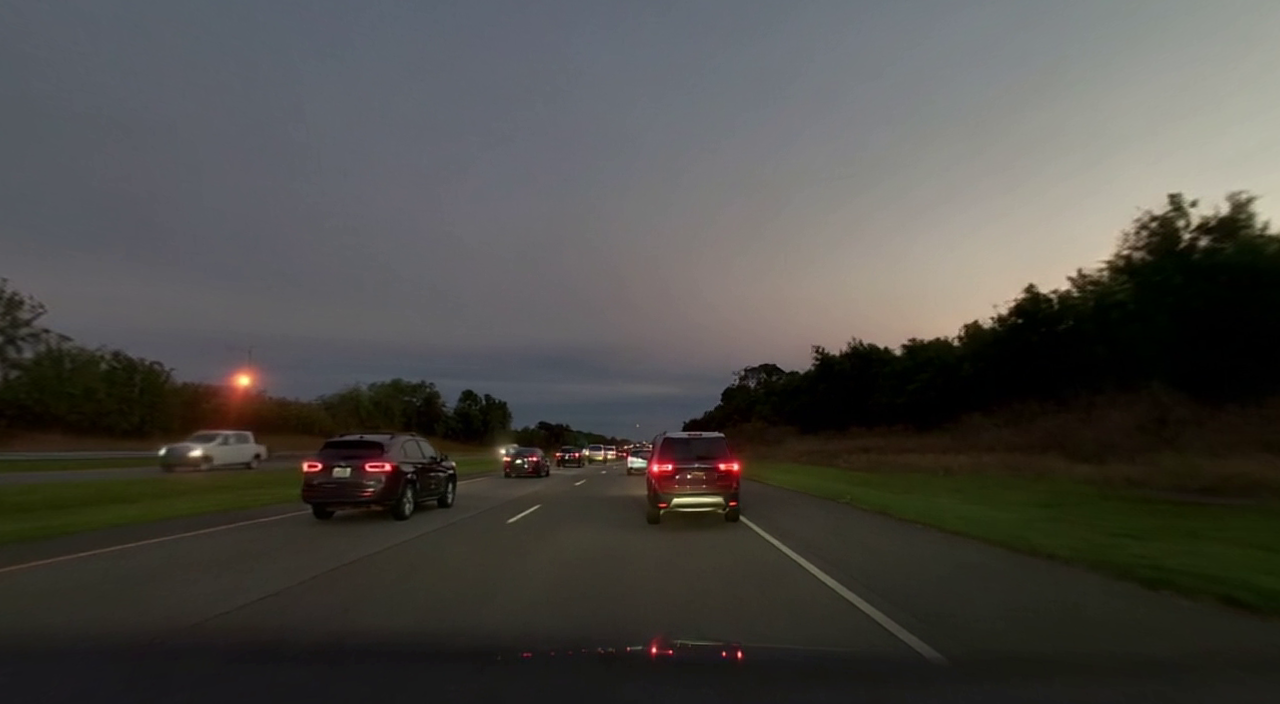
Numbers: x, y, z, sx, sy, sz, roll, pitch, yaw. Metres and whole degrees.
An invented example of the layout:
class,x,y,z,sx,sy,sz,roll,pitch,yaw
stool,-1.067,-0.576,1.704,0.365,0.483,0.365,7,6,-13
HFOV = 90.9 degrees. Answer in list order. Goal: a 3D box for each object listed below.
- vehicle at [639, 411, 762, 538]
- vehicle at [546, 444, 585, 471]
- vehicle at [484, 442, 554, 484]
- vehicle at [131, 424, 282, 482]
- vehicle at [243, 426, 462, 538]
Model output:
class,x,y,z,sx,sy,sz,roll,pitch,yaw
vehicle,0.923,2.174,11.679,1.825,1.920,3.960,0,-9,-1
vehicle,-4.575,6.514,39.169,1.855,1.527,4.209,0,-9,1
vehicle,-4.595,4.273,24.545,1.867,1.489,3.829,0,-9,1
vehicle,-16.041,3.770,23.761,2.076,1.922,5.041,0,-9,0
vehicle,-4.877,2.252,11.519,1.934,1.642,4.201,0,-9,1
